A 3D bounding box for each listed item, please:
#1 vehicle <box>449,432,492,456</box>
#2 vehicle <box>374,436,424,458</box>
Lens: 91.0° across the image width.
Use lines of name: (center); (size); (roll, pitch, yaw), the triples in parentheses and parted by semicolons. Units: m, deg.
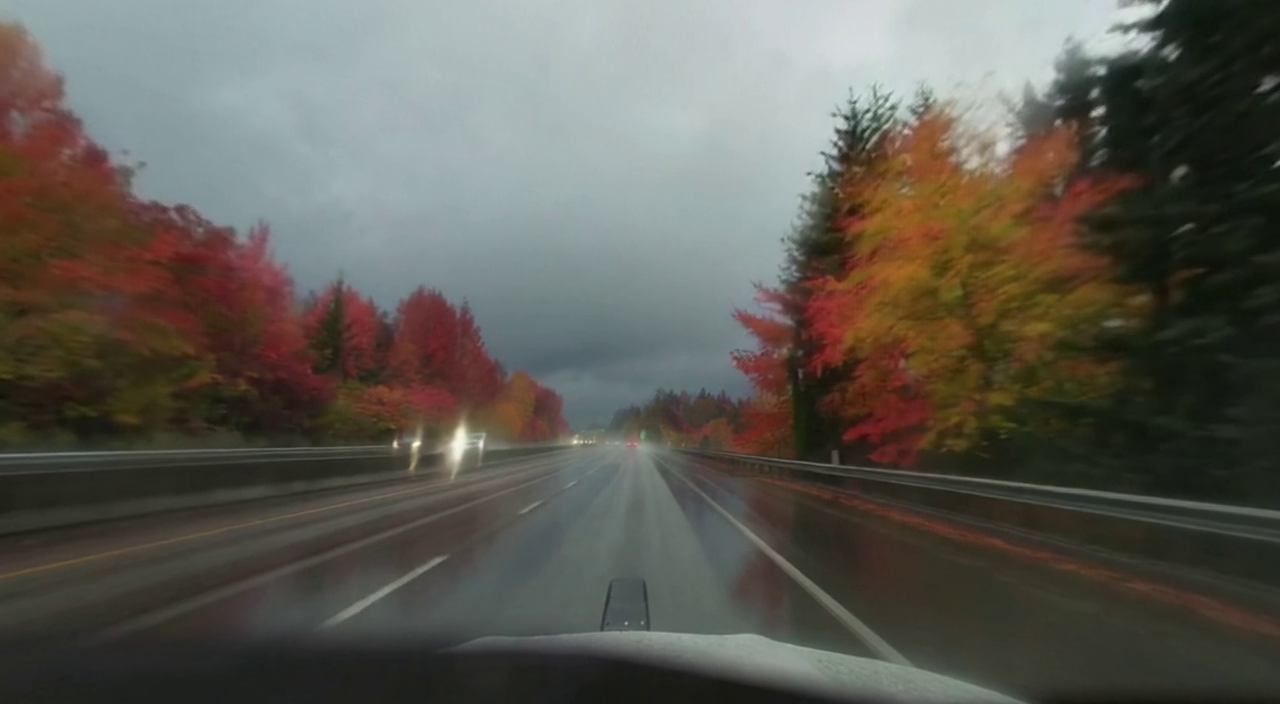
vehicle: (-12.950, 7.066, 48.371); (2.040, 1.719, 4.701); (0, -8, 0)
vehicle: (-17.079, 6.752, 44.773); (1.848, 1.508, 4.253); (0, -8, 0)
